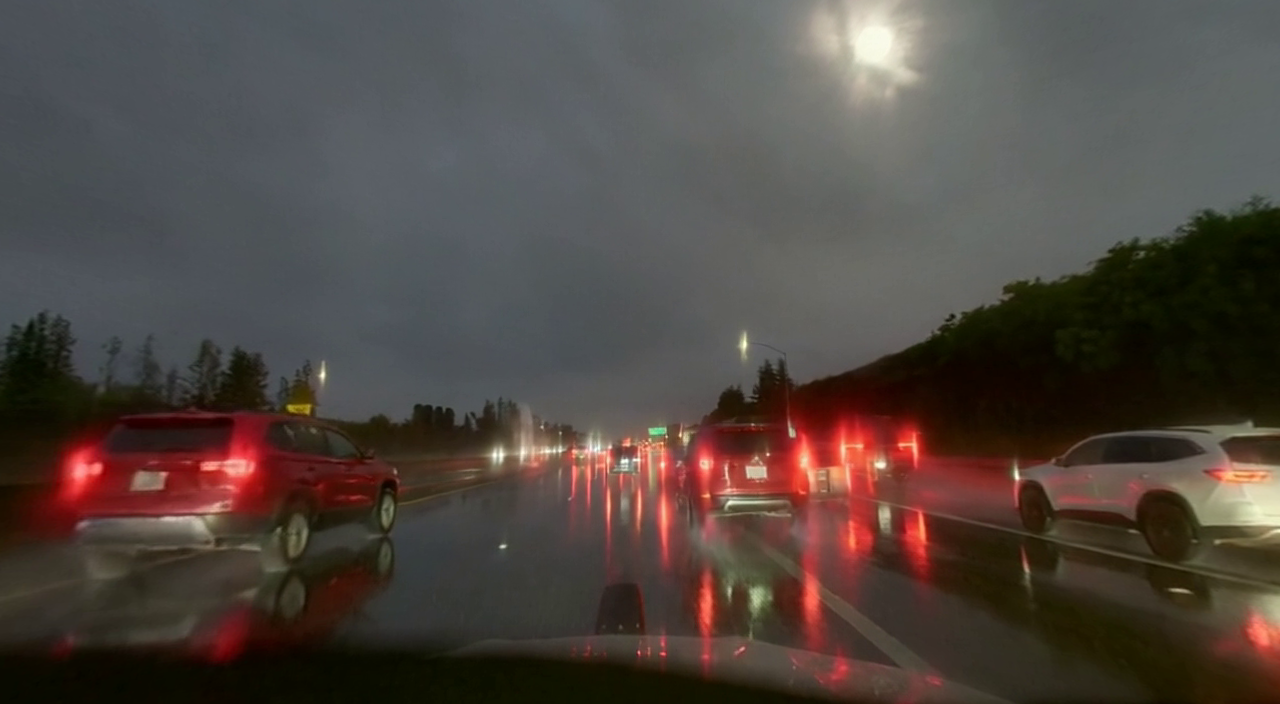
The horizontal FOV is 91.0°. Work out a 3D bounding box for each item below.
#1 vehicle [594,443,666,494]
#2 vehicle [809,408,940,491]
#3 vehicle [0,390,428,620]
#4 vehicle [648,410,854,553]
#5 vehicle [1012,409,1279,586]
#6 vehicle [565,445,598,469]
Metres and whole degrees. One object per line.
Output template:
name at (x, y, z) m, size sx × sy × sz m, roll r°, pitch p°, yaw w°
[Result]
vehicle at (-0.277, 3.834, 21.045) m, size 2.157 × 1.495 × 4.038 m, roll 0°, pitch -9°, yaw 1°
vehicle at (7.840, 3.380, 21.925) m, size 2.390 × 2.503 × 5.788 m, roll 0°, pitch -9°, yaw 1°
vehicle at (-4.285, 1.525, 7.217) m, size 2.047 × 1.755 × 4.638 m, roll 0°, pitch -9°, yaw 0°
vehicle at (1.399, 1.909, 9.837) m, size 2.230 × 1.740 × 3.976 m, roll 1°, pitch -9°, yaw -4°
vehicle at (6.982, 1.655, 7.790) m, size 1.972 × 1.647 × 4.429 m, roll 0°, pitch -9°, yaw -1°
vehicle at (-4.175, 7.562, 45.390) m, size 1.889 × 1.600 × 4.043 m, roll 0°, pitch -9°, yaw 1°
